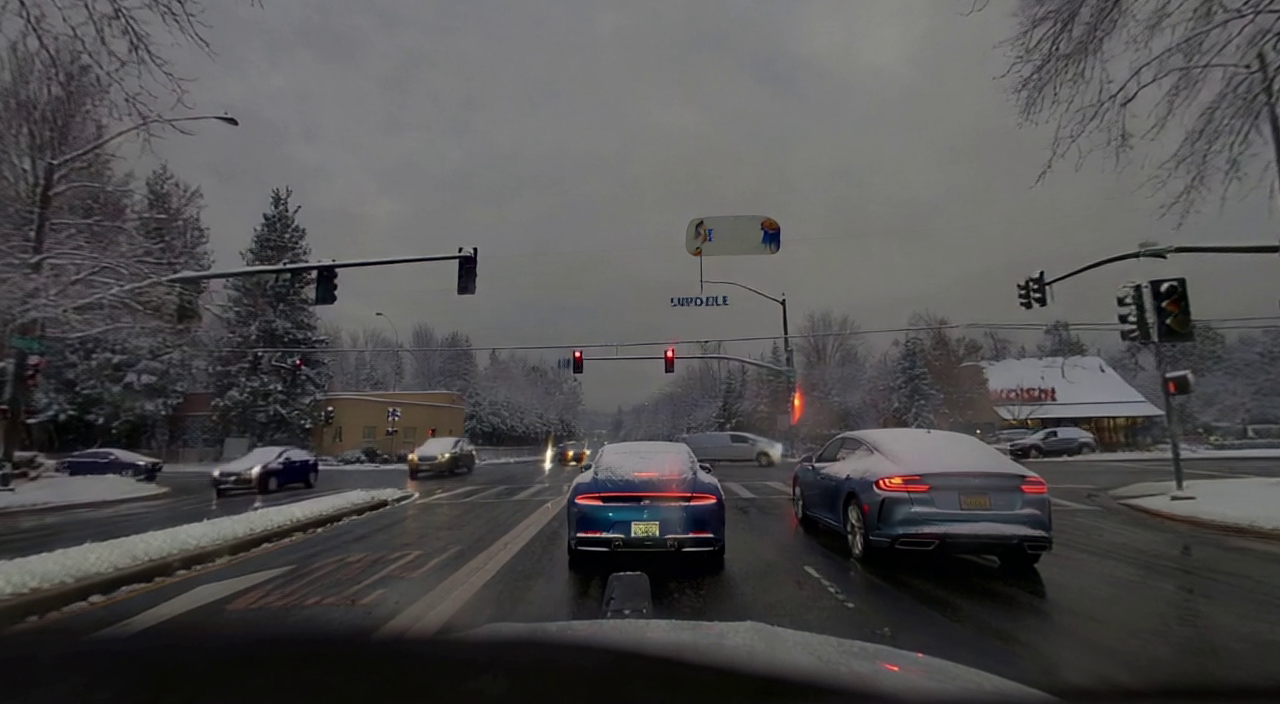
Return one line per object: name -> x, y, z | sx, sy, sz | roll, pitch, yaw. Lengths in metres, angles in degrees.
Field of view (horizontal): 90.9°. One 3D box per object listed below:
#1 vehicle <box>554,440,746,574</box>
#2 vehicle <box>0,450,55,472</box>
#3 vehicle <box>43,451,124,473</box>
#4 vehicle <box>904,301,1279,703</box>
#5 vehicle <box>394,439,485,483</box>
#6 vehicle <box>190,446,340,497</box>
vehicle -> 0.123, 1.868, 8.394 | 1.945, 1.343, 3.827 | 0, -8, 1
vehicle -> -46.169, 7.959, 46.166 | 4.545, 1.558, 1.833 | 0, -8, -4
vehicle -> -41.286, 8.159, 46.796 | 4.195, 1.533, 1.752 | 0, -8, -3
vehicle -> 3.112, 0.802, 2.526 | 2.143, 1.759, 4.531 | 0, -8, 0
vehicle -> -8.215, 4.503, 26.368 | 2.091, 1.651, 4.870 | 0, -8, 2
vehicle -> -11.950, 3.809, 20.527 | 2.053, 1.436, 4.494 | 0, -8, 1
